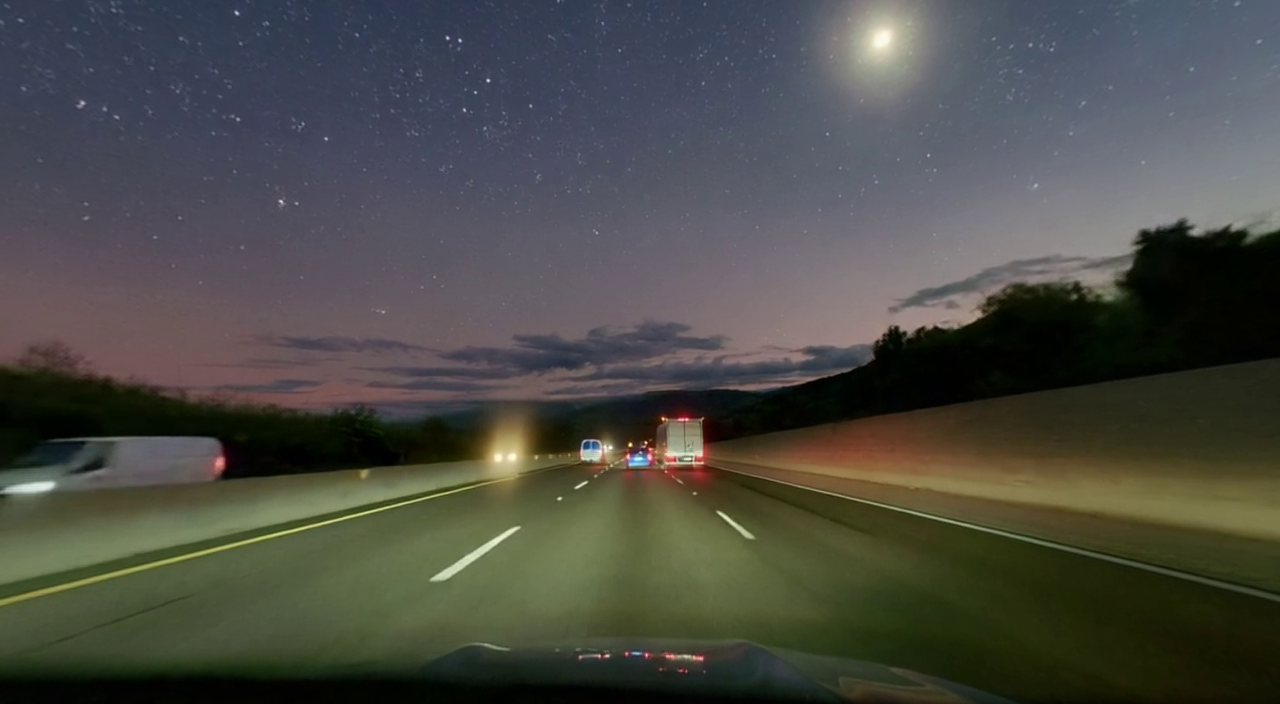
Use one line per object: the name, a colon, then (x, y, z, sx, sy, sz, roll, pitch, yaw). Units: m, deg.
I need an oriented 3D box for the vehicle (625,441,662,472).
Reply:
vehicle: (0.201, 6.464, 39.049, 2.166, 1.747, 4.299, 0, -9, 0)

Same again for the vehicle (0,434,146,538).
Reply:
vehicle: (-16.409, 3.419, 16.379, 2.308, 2.449, 5.847, 0, -9, 0)

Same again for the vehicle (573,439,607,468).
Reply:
vehicle: (-3.612, 7.453, 46.422, 1.955, 2.004, 4.792, -1, -9, 1)
